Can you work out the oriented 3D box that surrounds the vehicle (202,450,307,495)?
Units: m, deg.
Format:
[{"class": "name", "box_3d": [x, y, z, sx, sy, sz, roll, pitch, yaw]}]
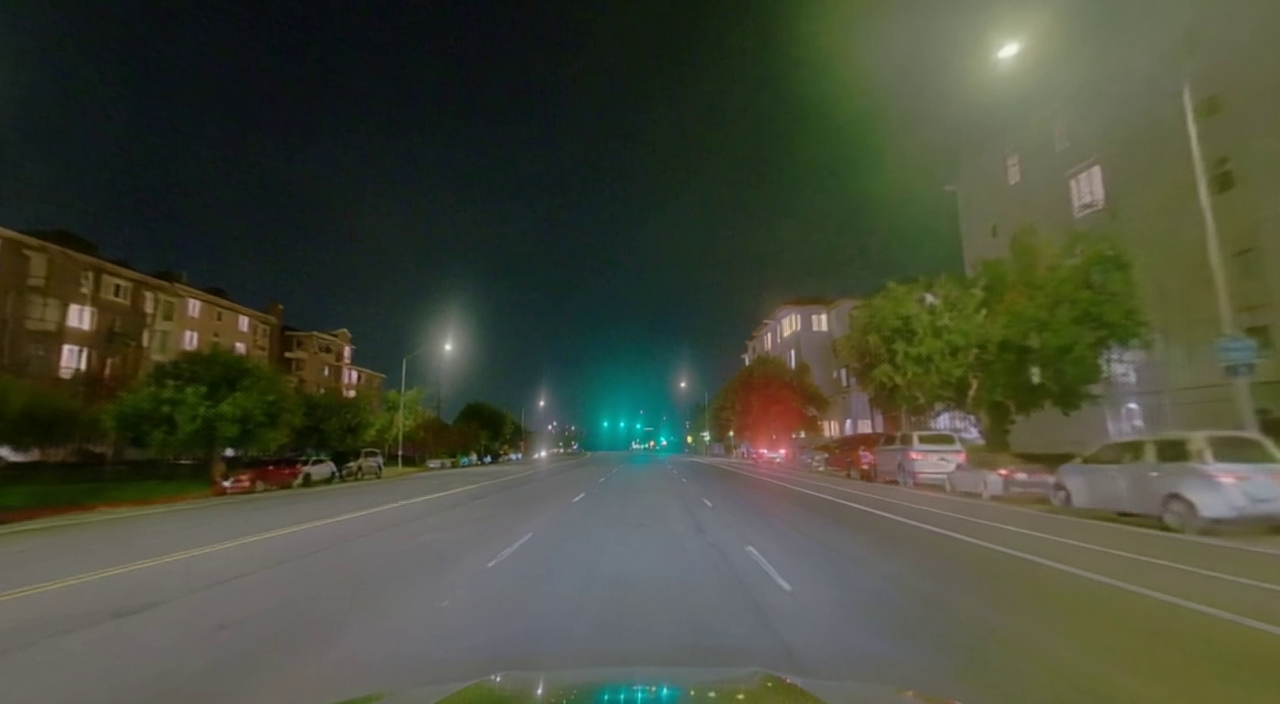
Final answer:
[{"class": "vehicle", "box_3d": [-16.970, 5.272, 28.062, 1.913, 1.744, 4.478, -1, -8, -2]}]

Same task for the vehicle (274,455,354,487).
[{"class": "vehicle", "box_3d": [-16.825, 6.147, 32.848, 1.740, 1.442, 4.678, -1, -8, -1]}]

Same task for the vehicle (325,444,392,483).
[{"class": "vehicle", "box_3d": [-16.847, 6.647, 37.968, 2.046, 1.945, 4.688, -1, -7, -2]}]

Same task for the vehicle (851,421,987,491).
[{"class": "vehicle", "box_3d": [9.704, 3.712, 22.643, 2.115, 2.151, 5.826, 1, -9, -1]}]

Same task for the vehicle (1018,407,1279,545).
[{"class": "vehicle", "box_3d": [9.649, 2.166, 11.663, 2.088, 1.973, 5.003, 0, -8, -1]}]
